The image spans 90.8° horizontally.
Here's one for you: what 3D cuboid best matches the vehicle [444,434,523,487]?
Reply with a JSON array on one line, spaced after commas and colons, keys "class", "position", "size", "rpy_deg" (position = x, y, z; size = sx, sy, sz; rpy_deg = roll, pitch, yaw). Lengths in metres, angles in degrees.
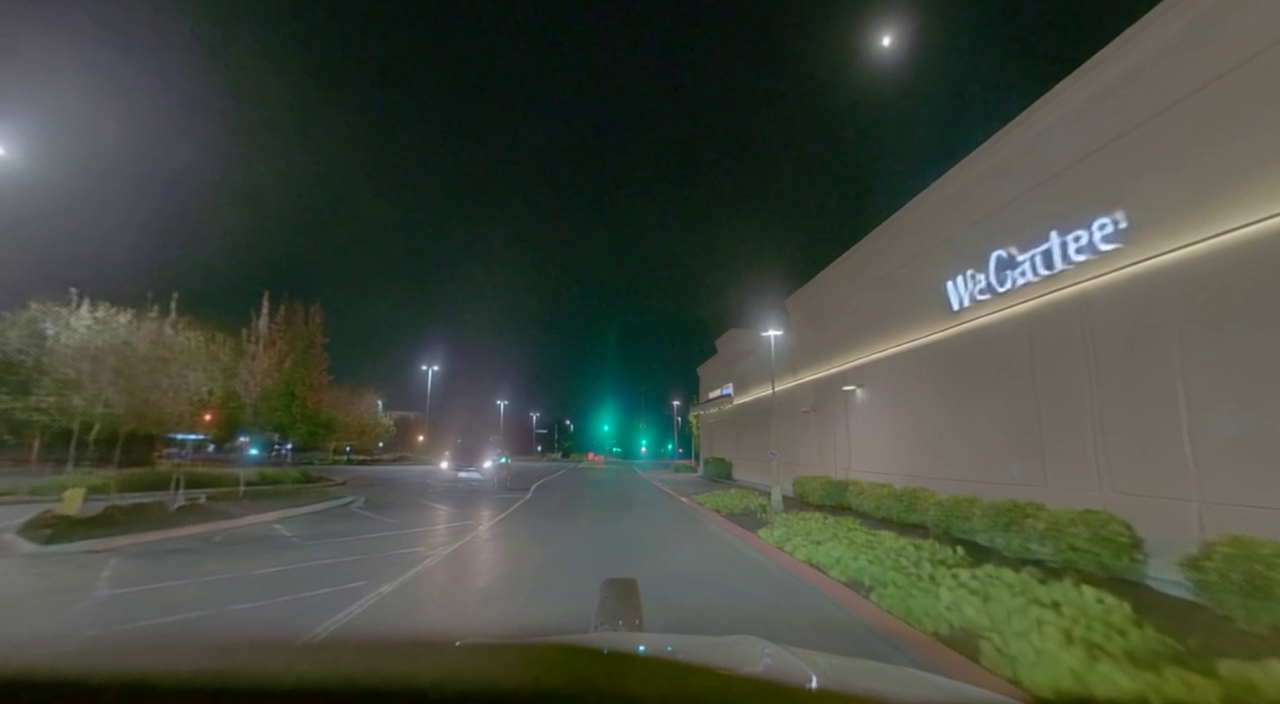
[{"class": "vehicle", "position": [-5.858, 4.098, 24.260], "size": [2.180, 1.806, 4.541], "rpy_deg": [1, -9, -5]}]
